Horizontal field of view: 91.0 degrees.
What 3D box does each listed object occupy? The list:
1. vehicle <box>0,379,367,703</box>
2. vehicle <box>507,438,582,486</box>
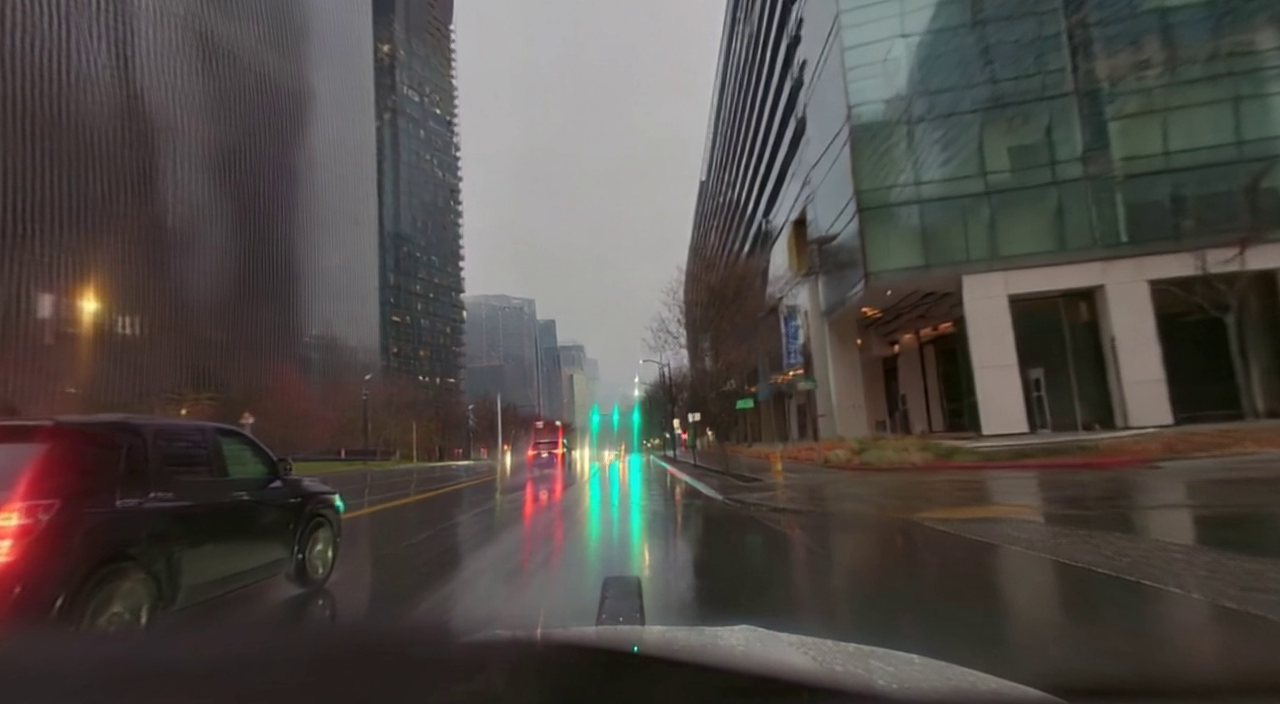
[{"bbox_3d":[-4.407,1.313,5.210,2.169,1.741,4.588,0,-9,0],"label":"vehicle"},{"bbox_3d":[-3.980,4.681,27.157,2.384,1.849,5.009,0,-9,1],"label":"vehicle"}]
